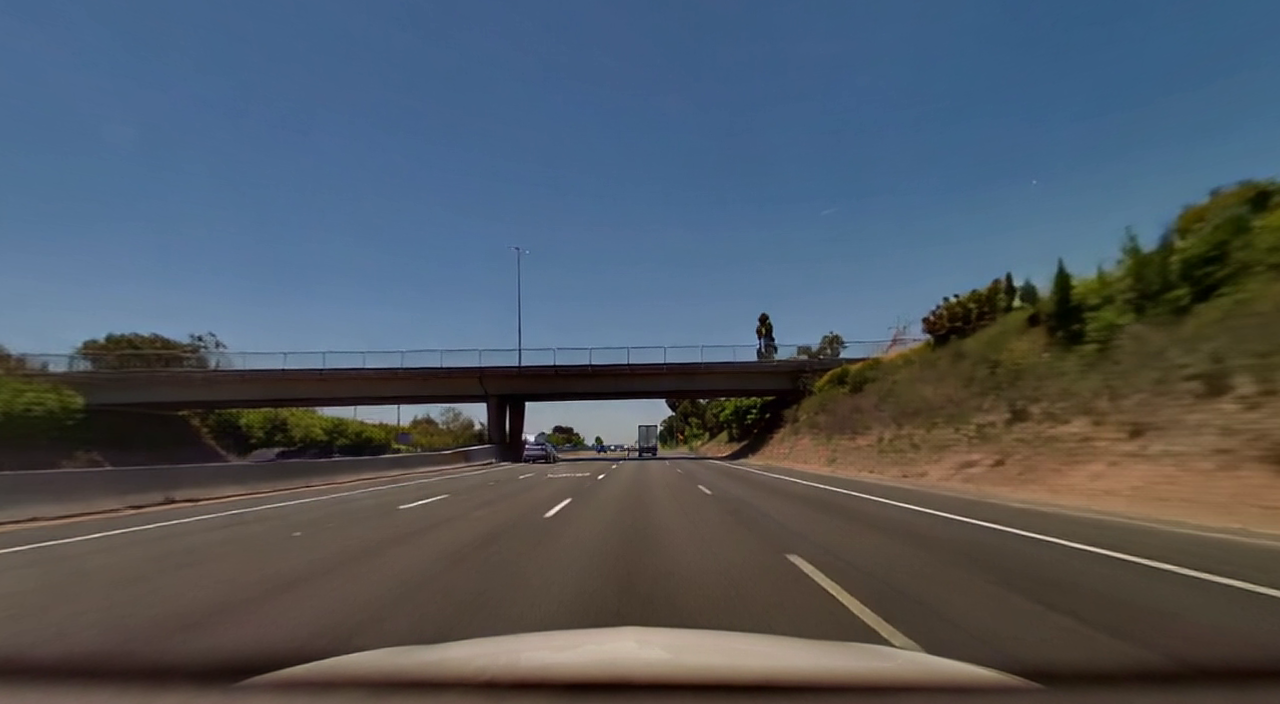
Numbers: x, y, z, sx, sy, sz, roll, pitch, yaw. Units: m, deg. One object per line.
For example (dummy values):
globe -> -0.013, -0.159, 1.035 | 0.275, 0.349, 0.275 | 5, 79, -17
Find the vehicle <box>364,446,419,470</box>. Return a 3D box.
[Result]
vehicle -> -17.928, 7.640, 45.745 | 1.890, 1.623, 4.607 | -1, -8, 3

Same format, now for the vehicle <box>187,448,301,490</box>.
vehicle -> -16.317, 4.799, 26.291 | 1.886, 1.531, 4.331 | 0, -8, 1

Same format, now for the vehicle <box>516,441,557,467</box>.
vehicle -> -7.101, 7.032, 43.628 | 1.981, 1.685, 4.171 | 0, -8, 1
